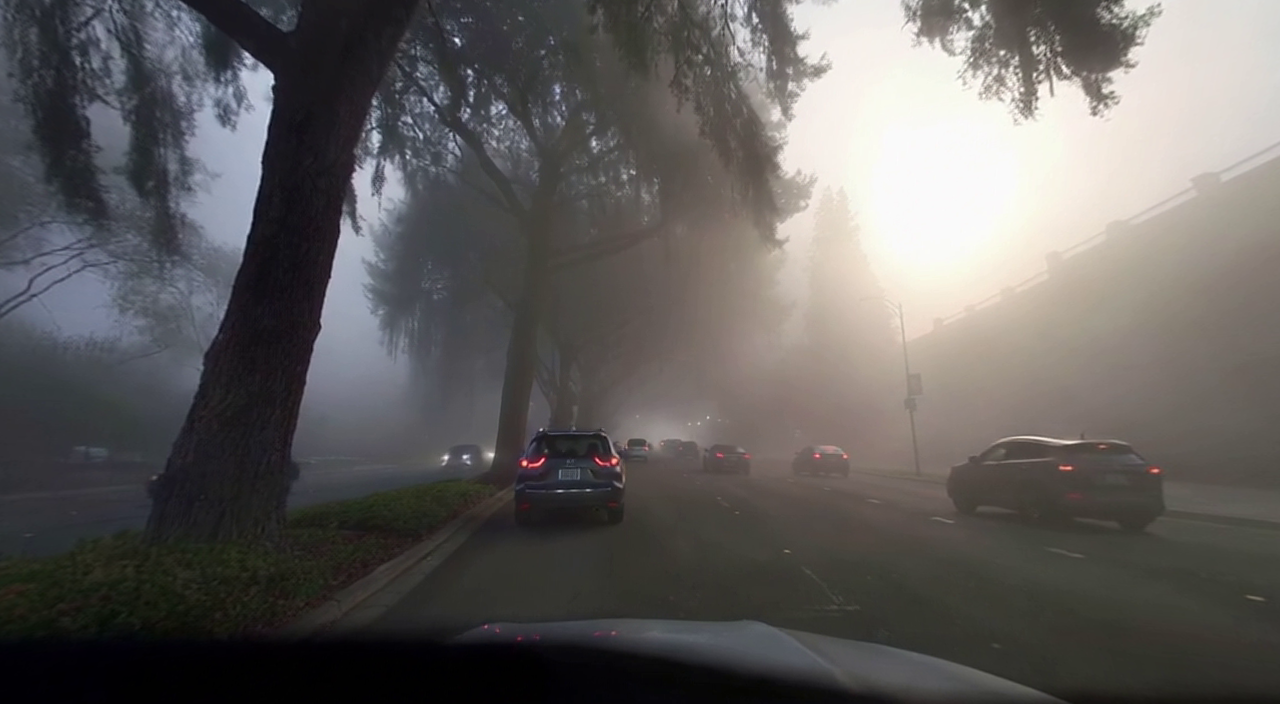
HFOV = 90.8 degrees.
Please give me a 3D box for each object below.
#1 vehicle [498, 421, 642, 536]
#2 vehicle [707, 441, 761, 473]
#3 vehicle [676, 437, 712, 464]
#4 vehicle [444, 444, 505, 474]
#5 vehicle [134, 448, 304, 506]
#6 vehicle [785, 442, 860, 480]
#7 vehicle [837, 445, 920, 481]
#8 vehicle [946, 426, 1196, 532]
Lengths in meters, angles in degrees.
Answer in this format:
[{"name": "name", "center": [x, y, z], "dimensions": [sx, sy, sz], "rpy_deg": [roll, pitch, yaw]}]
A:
[{"name": "vehicle", "center": [-1.212, 2.139, 11.247], "dimensions": [2.106, 1.655, 3.717], "rpy_deg": [1, -8, -6]}, {"name": "vehicle", "center": [4.683, 5.309, 32.241], "dimensions": [2.175, 1.477, 4.520], "rpy_deg": [0, -8, 2]}, {"name": "vehicle", "center": [3.844, 7.147, 45.989], "dimensions": [2.114, 1.846, 4.659], "rpy_deg": [0, -8, -1]}, {"name": "vehicle", "center": [-8.569, 5.560, 33.084], "dimensions": [1.966, 1.489, 4.099], "rpy_deg": [0, -8, 1]}, {"name": "vehicle", "center": [-12.243, 3.612, 18.804], "dimensions": [1.981, 1.463, 4.395], "rpy_deg": [0, -8, 1]}, {"name": "vehicle", "center": [7.630, 4.586, 26.882], "dimensions": [1.977, 1.485, 4.308], "rpy_deg": [0, -8, 1]}, {"name": "vehicle", "center": [10.598, 4.942, 28.509], "dimensions": [1.894, 1.469, 4.775], "rpy_deg": [0, -8, 0]}, {"name": "vehicle", "center": [8.143, 2.408, 12.596], "dimensions": [2.168, 1.709, 4.289], "rpy_deg": [-1, -8, 5]}]
